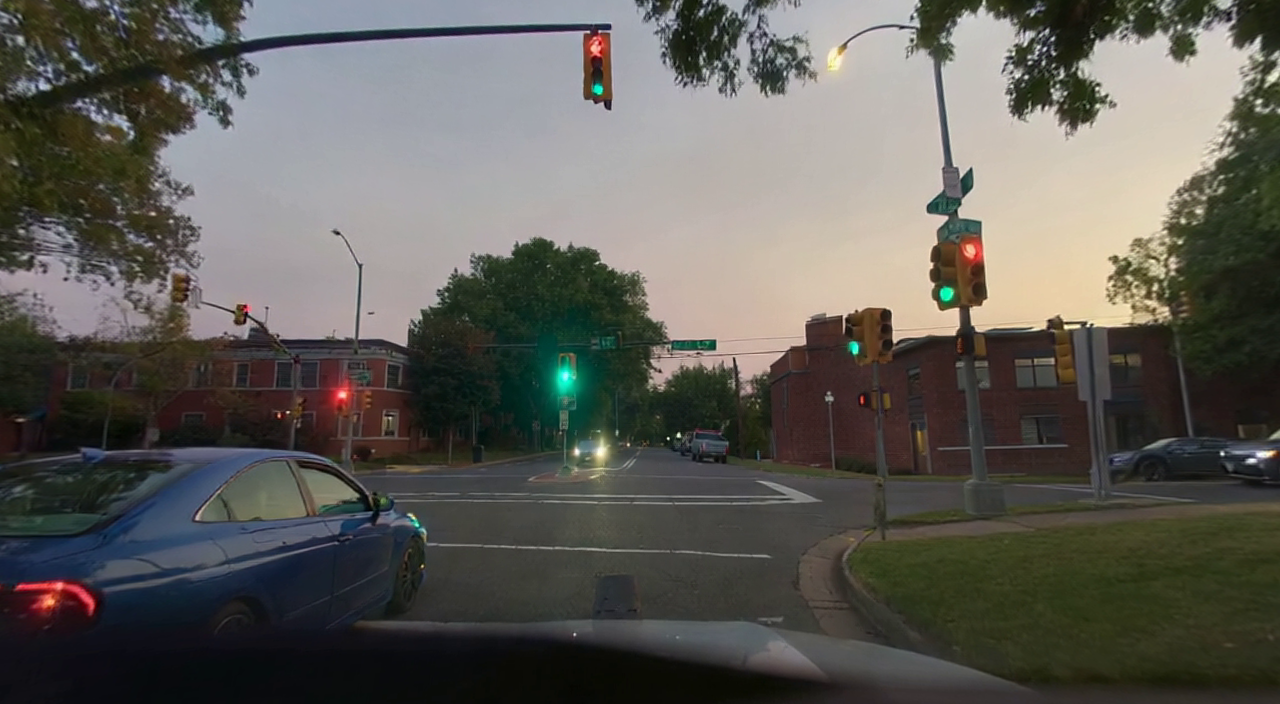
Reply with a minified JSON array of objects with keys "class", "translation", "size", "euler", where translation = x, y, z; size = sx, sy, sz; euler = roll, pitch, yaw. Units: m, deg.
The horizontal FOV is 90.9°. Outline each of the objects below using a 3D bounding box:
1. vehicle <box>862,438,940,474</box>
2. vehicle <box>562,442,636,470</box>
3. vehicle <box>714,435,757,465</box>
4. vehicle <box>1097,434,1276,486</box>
[{"class":"vehicle","translation":[12.401,5.039,30.267],"size":[1.922,1.529,3.964],"euler":[0,-12,-1]},{"class":"vehicle","translation":[-2.447,6.152,37.559],"size":[3.991,1.526,1.868],"euler":[-4,-9,30]},{"class":"vehicle","translation":[6.950,7.154,46.114],"size":[1.491,2.041,2.964],"euler":[6,-9,-34]},{"class":"vehicle","translation":[16.787,3.316,19.504],"size":[3.876,1.512,1.784],"euler":[0,-8,-2]}]
